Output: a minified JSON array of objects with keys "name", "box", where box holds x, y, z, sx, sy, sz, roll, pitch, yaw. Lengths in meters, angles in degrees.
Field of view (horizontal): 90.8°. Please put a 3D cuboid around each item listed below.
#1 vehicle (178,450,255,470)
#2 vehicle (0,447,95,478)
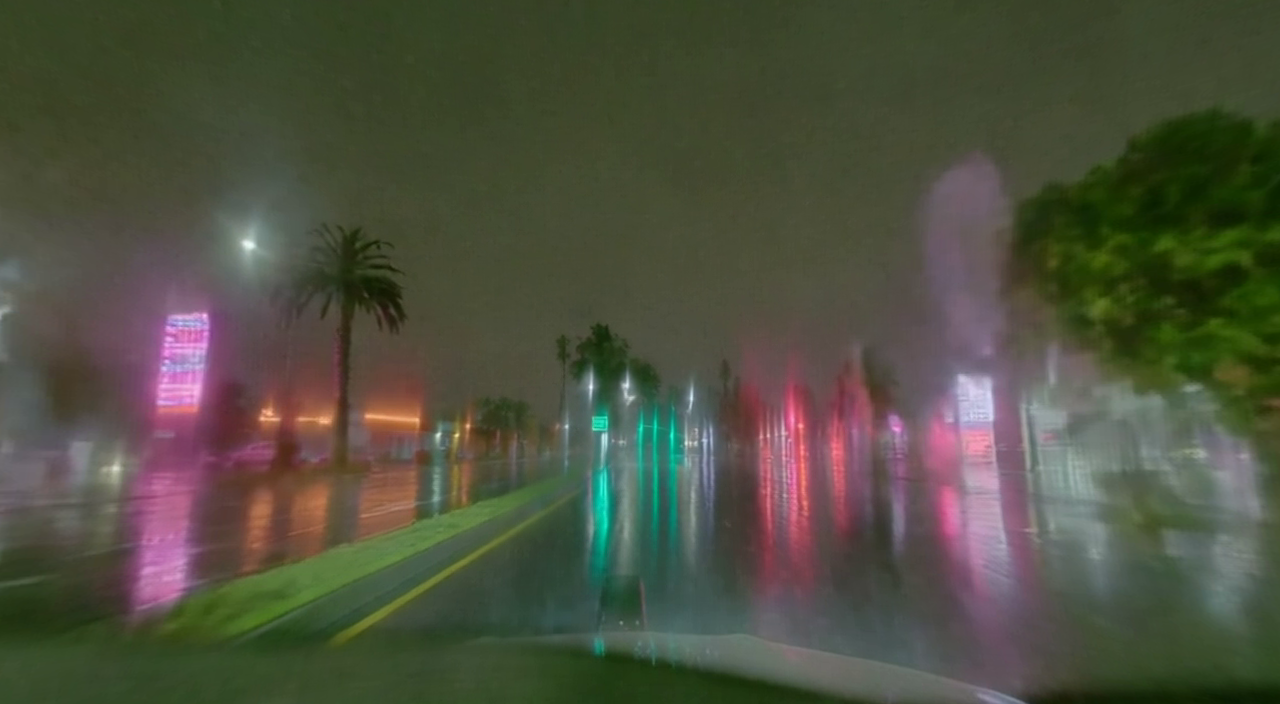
[{"name":"vehicle","box":[-31.528,8.041,47.100,4.351,1.430,1.858,0,-9,-2]},{"name":"vehicle","box":[-32.099,5.826,33.479,4.607,1.572,2.003,0,-8,2]}]
